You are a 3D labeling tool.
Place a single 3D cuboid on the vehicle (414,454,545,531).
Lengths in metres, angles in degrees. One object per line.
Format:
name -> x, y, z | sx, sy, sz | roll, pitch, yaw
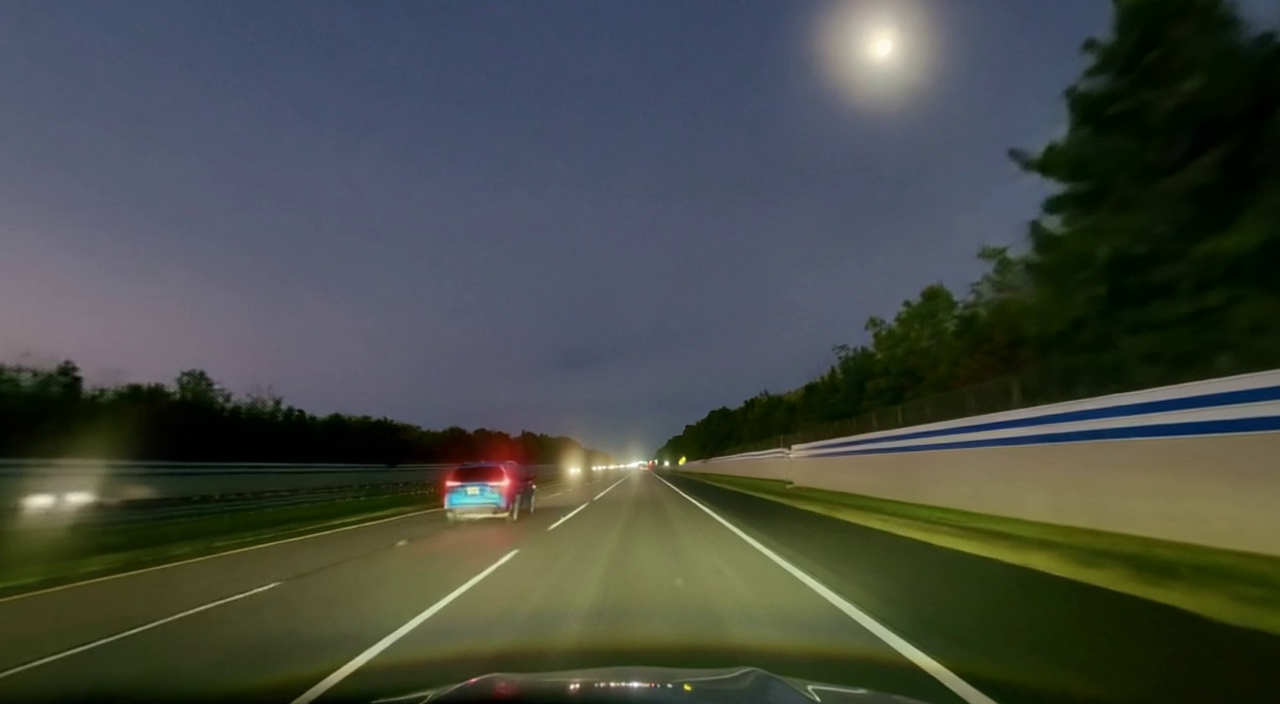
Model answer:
vehicle -> -3.525, 3.182, 14.639 | 1.985, 1.515, 3.839 | 0, -10, 0
